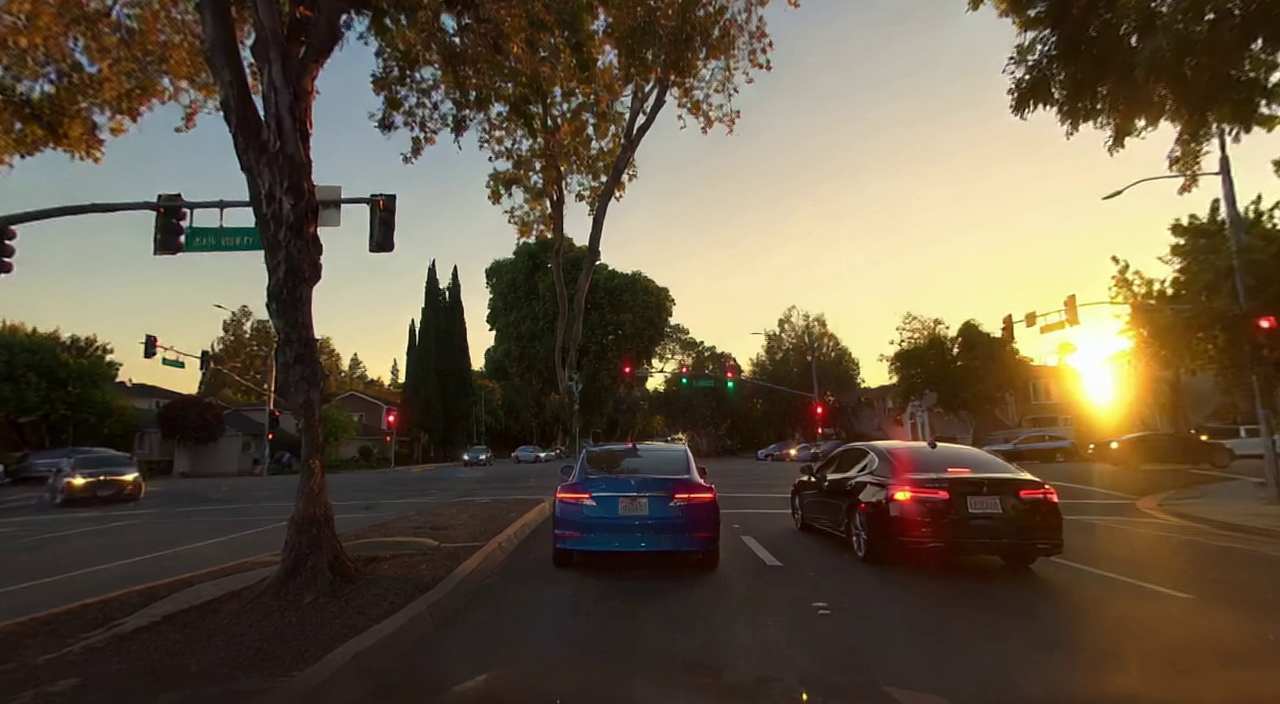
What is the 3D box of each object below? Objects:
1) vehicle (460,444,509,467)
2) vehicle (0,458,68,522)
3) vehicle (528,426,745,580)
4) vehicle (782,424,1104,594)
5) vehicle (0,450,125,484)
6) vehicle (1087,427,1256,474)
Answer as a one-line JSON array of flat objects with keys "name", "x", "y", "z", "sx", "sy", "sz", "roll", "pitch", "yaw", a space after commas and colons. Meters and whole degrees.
[{"name": "vehicle", "x": -11.083, "y": 7.406, "z": 45.361, "sx": 2.102, "sy": 1.531, "sz": 5.072, "roll": 0, "pitch": -8, "yaw": 2}, {"name": "vehicle", "x": -18.065, "y": 3.920, "z": 18.247, "sx": 2.132, "sy": 1.491, "sz": 4.592, "roll": 4, "pitch": -9, "yaw": -43}, {"name": "vehicle", "x": -0.056, "y": 1.777, "z": 8.258, "sx": 2.103, "sy": 1.478, "sz": 4.073, "roll": 0, "pitch": -8, "yaw": -1}, {"name": "vehicle", "x": 3.181, "y": 1.714, "z": 7.763, "sx": 1.913, "sy": 1.505, "sz": 4.097, "roll": 0, "pitch": -8, "yaw": 0}, {"name": "vehicle", "x": -28.419, "y": 5.621, "z": 31.044, "sx": 4.538, "sy": 1.591, "sz": 1.949, "roll": 0, "pitch": -8, "yaw": 2}, {"name": "vehicle", "x": 22.601, "y": 4.208, "z": 27.074, "sx": 5.073, "sy": 1.916, "sz": 2.290, "roll": 0, "pitch": -8, "yaw": 2}]
